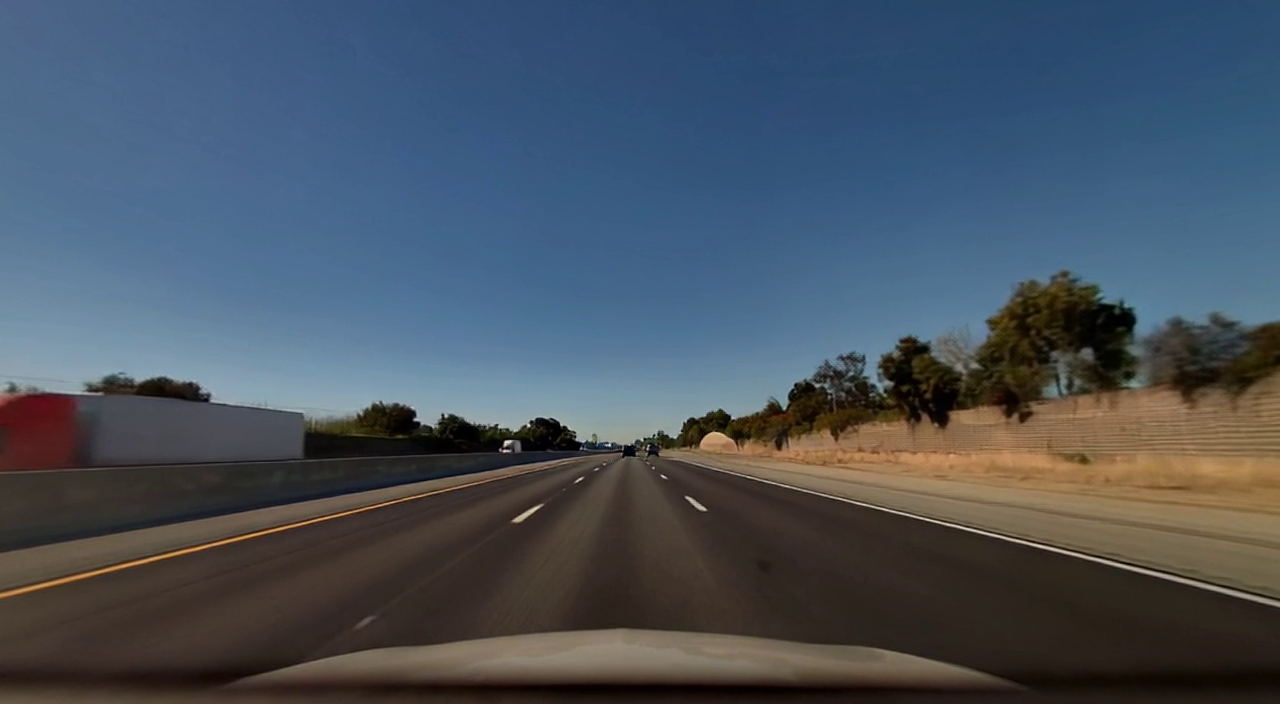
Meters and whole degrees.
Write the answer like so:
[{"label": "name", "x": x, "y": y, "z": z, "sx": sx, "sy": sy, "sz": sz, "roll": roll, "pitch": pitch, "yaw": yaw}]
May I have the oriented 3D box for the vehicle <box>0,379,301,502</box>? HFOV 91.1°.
[{"label": "vehicle", "x": -20.615, "y": 3.892, "z": 26.931, "sx": 3.344, "sy": 3.633, "sz": 16.705, "roll": 0, "pitch": -9, "yaw": -2}]
